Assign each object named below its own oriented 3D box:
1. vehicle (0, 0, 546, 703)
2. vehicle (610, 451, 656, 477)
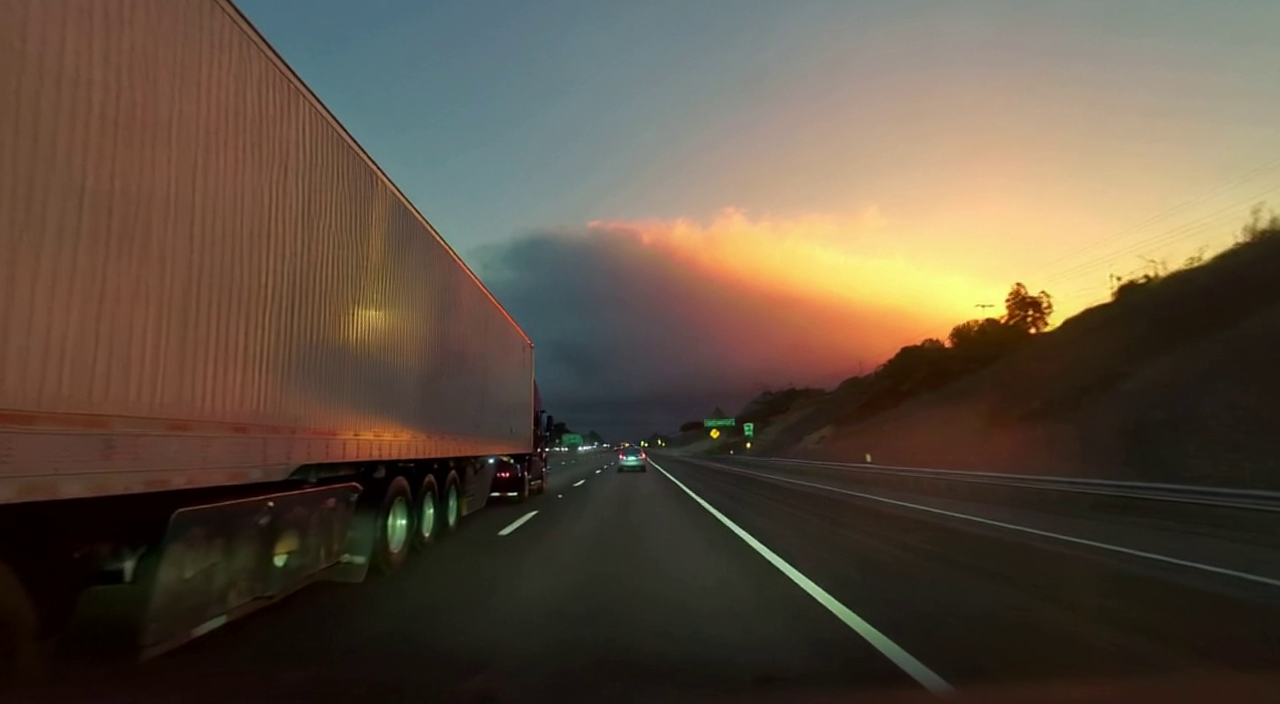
[{"bbox_3d":[-3.966,0.947,10.219,2.914,4.039,14.493,0,-9,-1],"label":"vehicle"},{"bbox_3d":[-0.370,6.318,35.698,2.398,1.336,5.698,0,-9,0],"label":"vehicle"}]
